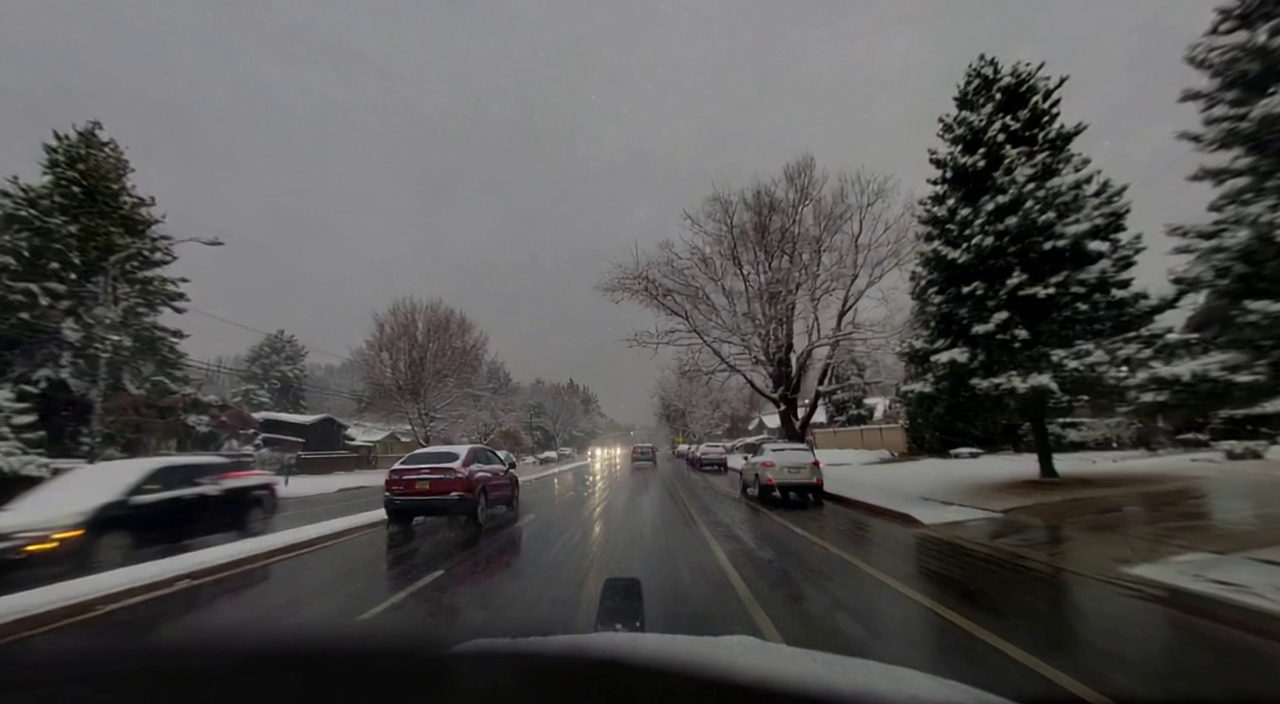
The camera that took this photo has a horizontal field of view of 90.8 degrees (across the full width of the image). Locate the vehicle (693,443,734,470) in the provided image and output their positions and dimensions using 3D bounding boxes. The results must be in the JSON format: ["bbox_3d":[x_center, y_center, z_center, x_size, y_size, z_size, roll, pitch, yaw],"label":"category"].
[{"bbox_3d":[4.824,6.972,42.281,2.045,1.702,4.916,0,-9,-1],"label":"vehicle"}]

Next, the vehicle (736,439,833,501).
[{"bbox_3d":[4.065,3.372,18.446,1.897,1.589,4.053,0,-9,0],"label":"vehicle"}]

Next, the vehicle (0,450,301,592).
[{"bbox_3d":[-7.372,2.265,9.431,1.977,1.538,4.447,-1,-9,3],"label":"vehicle"}]

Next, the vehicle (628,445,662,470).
[{"bbox_3d":[0.352,6.671,40.316,2.088,1.495,4.048,0,-9,1],"label":"vehicle"}]

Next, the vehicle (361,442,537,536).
[{"bbox_3d":[-3.430,2.530,12.377,2.027,1.477,4.413,0,-9,1],"label":"vehicle"}]
